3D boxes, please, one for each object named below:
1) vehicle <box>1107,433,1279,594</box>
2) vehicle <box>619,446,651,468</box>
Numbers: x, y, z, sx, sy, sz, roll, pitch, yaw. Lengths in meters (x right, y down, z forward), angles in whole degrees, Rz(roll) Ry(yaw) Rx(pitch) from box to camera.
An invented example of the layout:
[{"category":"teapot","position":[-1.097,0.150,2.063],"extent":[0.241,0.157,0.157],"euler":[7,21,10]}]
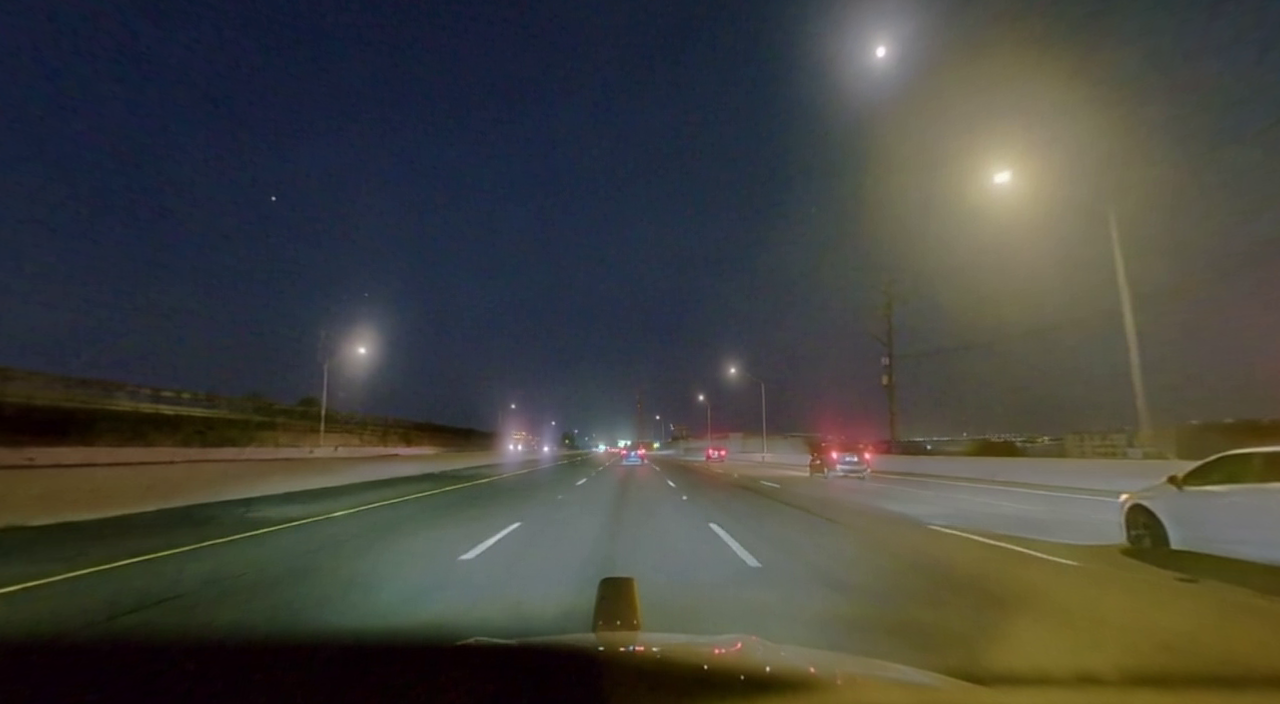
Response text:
[{"category":"vehicle","position":[6.796,1.468,5.750],"extent":[1.876,1.451,4.154],"euler":[0,-8,-1]},{"category":"vehicle","position":[-0.402,7.375,44.754],"extent":[2.109,1.489,4.027],"euler":[0,-8,-2]}]
